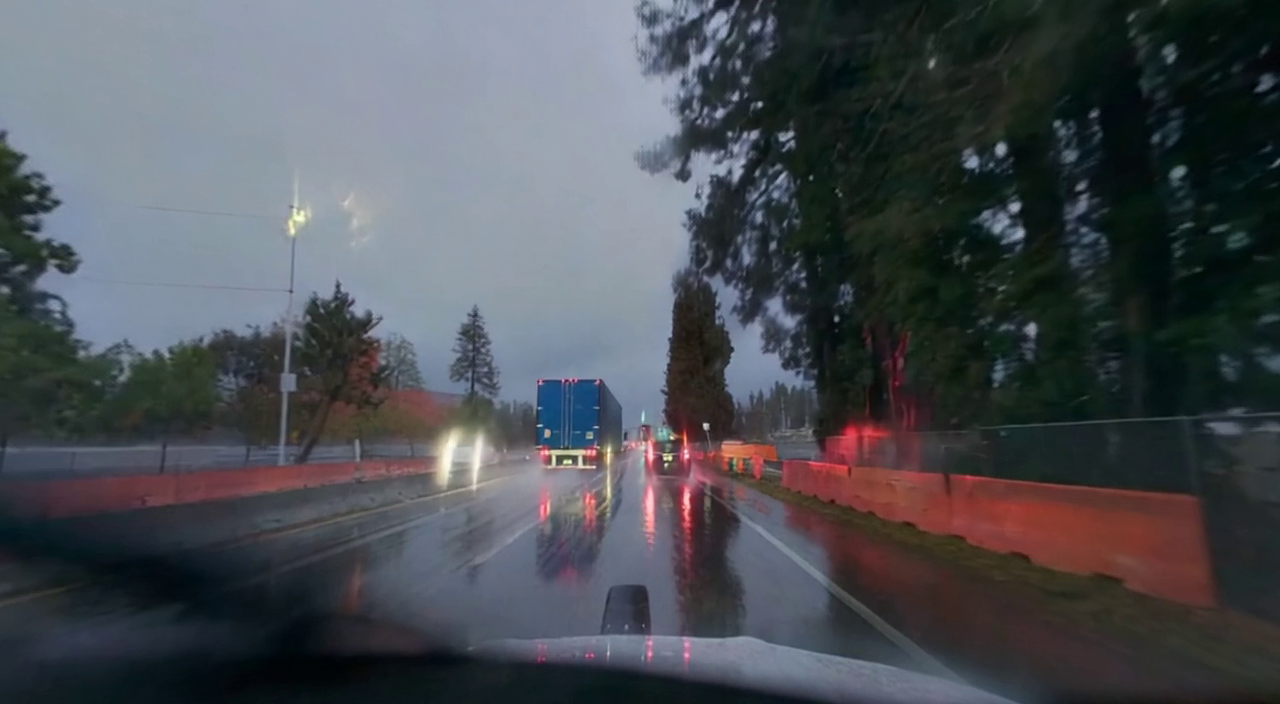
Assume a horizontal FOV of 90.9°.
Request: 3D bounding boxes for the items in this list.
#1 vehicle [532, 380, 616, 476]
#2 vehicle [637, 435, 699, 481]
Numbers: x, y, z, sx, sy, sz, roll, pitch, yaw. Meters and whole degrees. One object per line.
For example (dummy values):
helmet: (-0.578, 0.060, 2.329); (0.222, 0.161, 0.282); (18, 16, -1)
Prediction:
vehicle: (-3.114, 4.368, 34.898); (2.906, 4.115, 15.715); (0, -8, 0)
vehicle: (1.047, 4.239, 25.565); (2.304, 1.675, 4.462); (0, -8, 0)
